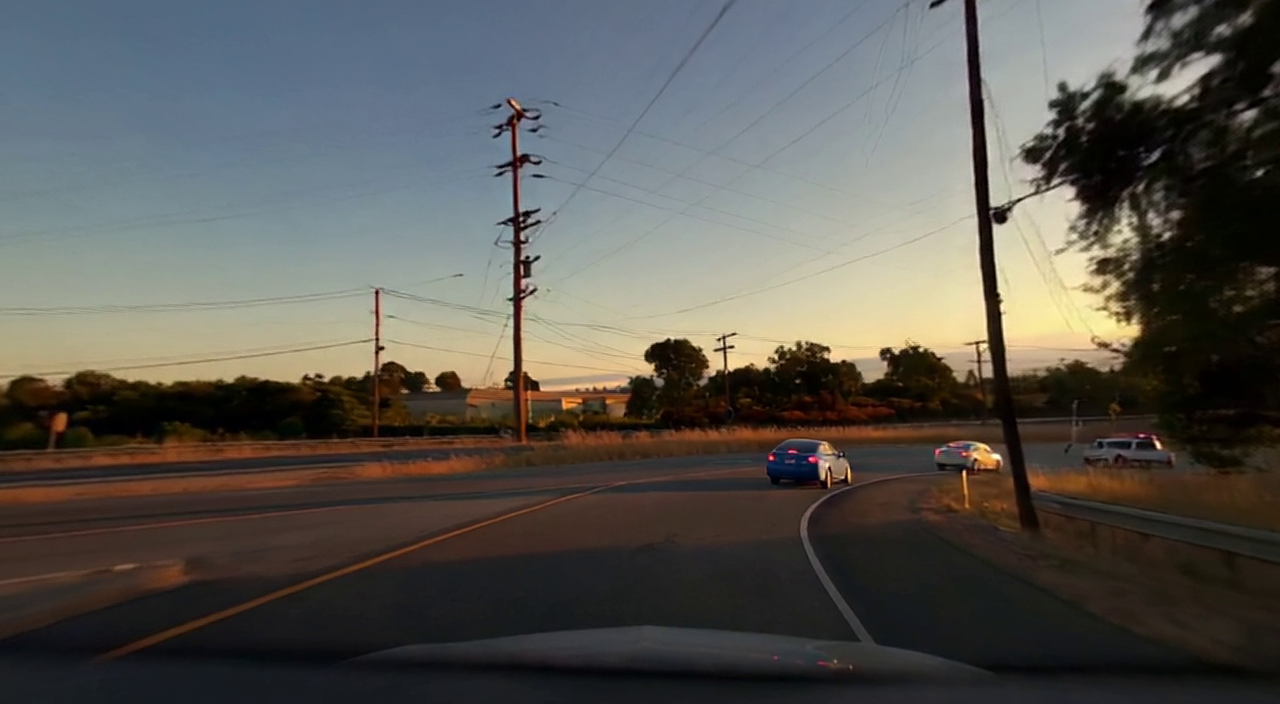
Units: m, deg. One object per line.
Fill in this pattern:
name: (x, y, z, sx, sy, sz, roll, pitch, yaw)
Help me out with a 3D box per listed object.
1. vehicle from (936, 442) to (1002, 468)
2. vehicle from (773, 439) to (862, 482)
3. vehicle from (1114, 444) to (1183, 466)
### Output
vehicle: (20.342, 6.322, 38.915, 4.307, 1.465, 1.836, 6, -11, -37)
vehicle: (6.595, 3.929, 23.128, 2.026, 1.407, 4.374, -6, -10, 30)
vehicle: (37.979, 7.683, 47.076, 4.102, 1.552, 1.931, 2, -9, -17)
